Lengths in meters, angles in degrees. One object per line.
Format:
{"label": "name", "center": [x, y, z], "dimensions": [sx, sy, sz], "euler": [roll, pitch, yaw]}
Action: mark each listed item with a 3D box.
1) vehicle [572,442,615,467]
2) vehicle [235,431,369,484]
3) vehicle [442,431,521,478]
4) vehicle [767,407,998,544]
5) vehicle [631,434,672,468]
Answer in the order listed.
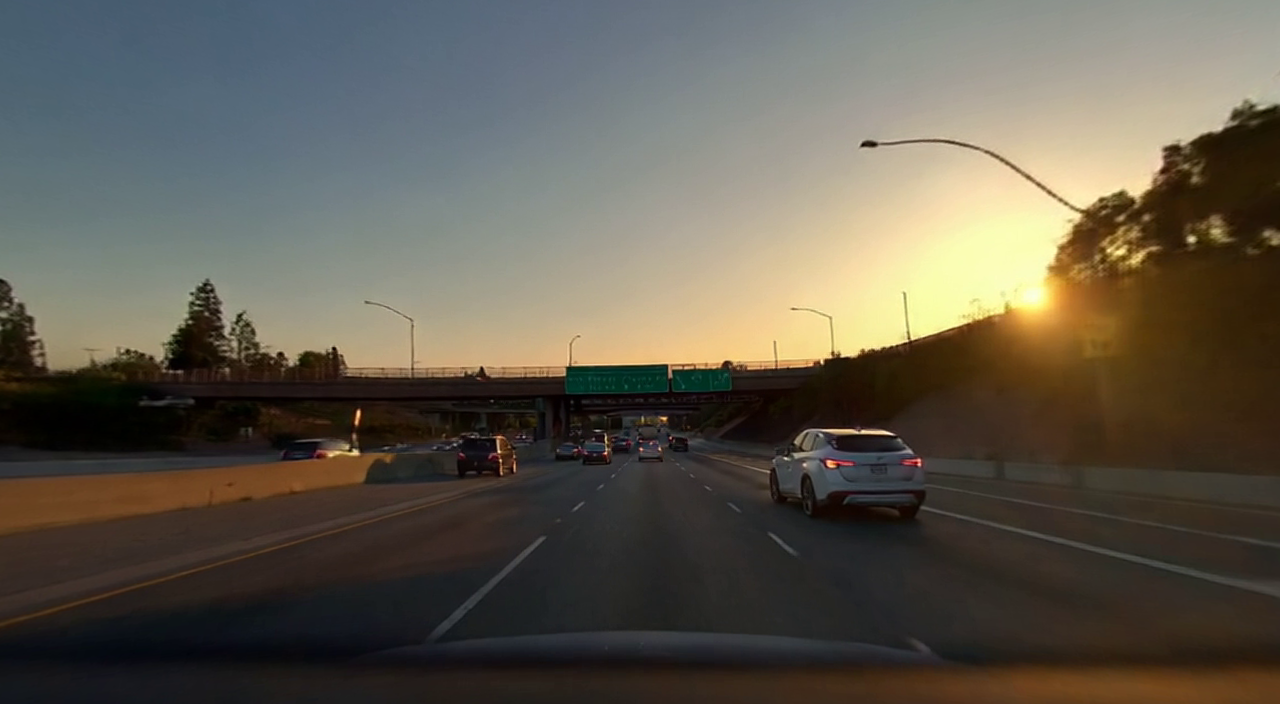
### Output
{"label": "vehicle", "center": [-2.690, 6.057, 37.566], "dimensions": [2.205, 1.406, 4.286], "euler": [0, -8, 1]}
{"label": "vehicle", "center": [-12.110, 3.821, 23.087], "dimensions": [2.076, 1.701, 5.093], "euler": [0, -8, 0]}
{"label": "vehicle", "center": [-6.139, 4.037, 24.951], "dimensions": [1.946, 1.688, 4.019], "euler": [0, -8, 2]}
{"label": "vehicle", "center": [3.730, 1.990, 10.841], "dimensions": [2.083, 1.823, 4.627], "euler": [0, -8, 0]}
{"label": "vehicle", "center": [0.645, 5.462, 34.927], "dimensions": [2.133, 1.739, 3.925], "euler": [0, -8, 1]}
